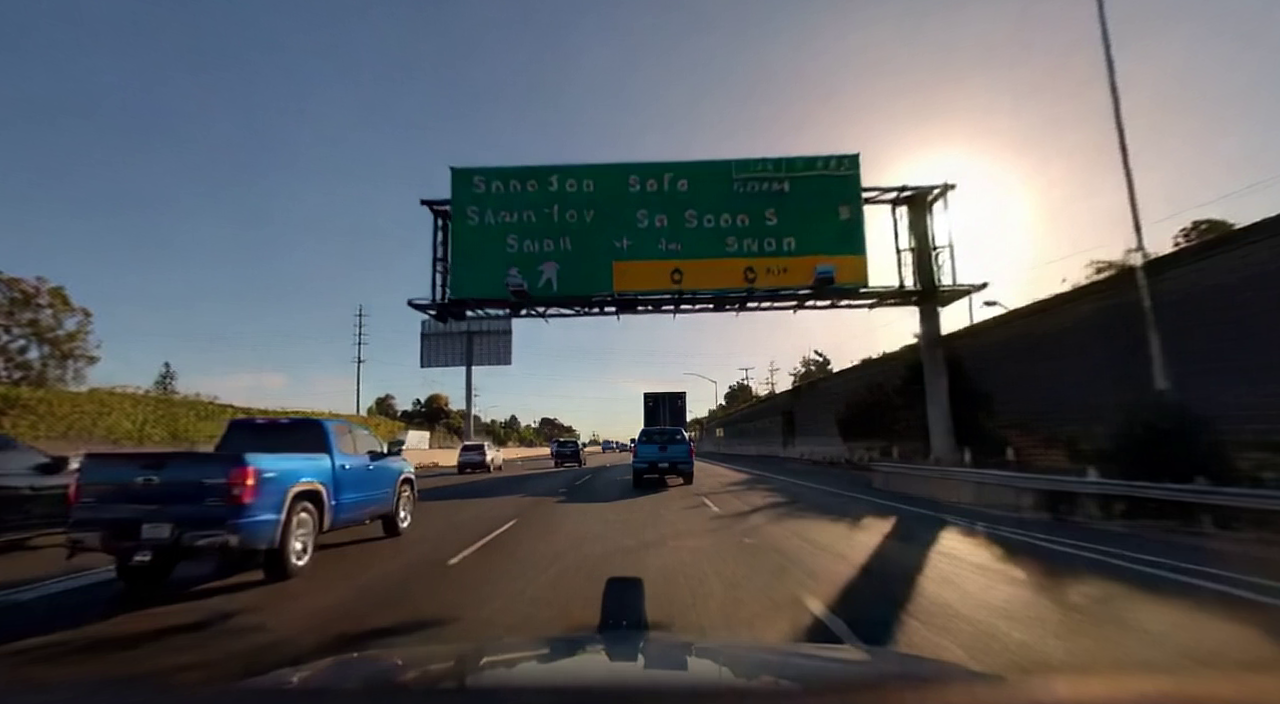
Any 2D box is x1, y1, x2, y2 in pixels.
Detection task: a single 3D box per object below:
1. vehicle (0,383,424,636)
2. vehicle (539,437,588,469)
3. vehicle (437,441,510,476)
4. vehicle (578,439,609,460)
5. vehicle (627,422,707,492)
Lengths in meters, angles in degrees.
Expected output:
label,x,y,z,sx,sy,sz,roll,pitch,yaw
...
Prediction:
label,x,y,z,sx,sy,sz,roll,pitch,yaw
vehicle,-4.357,1.503,7.148,1.954,1.792,5.187,0,-8,0
vehicle,-4.064,5.475,34.220,1.961,1.591,4.756,-1,-8,2
vehicle,-7.642,4.921,29.480,2.081,1.463,4.749,0,-8,1
vehicle,-3.602,7.709,49.946,2.061,1.584,4.290,0,-8,1
vehicle,0.667,3.090,18.792,2.083,1.792,4.782,0,-8,-1
